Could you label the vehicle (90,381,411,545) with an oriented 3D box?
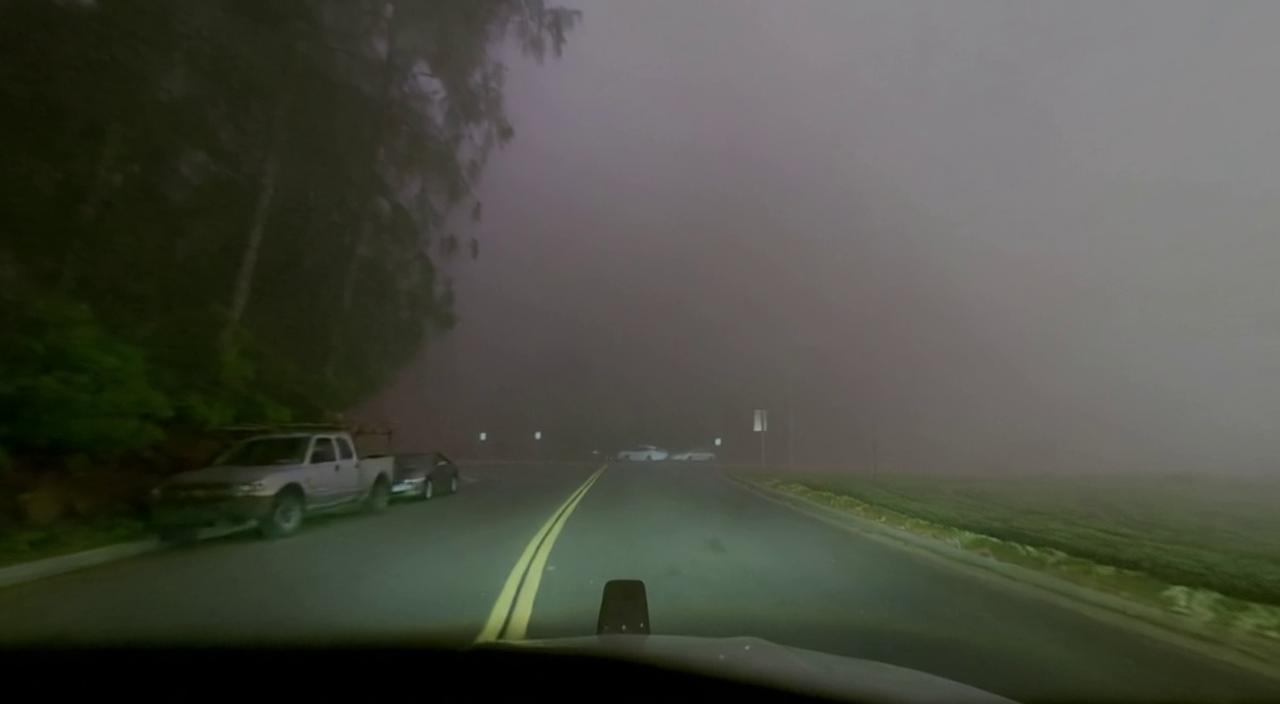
[{"bbox_3d":[-6.639,2.176,11.982,2.583,2.167,5.667,-4,-12,-1],"label":"vehicle"}]
